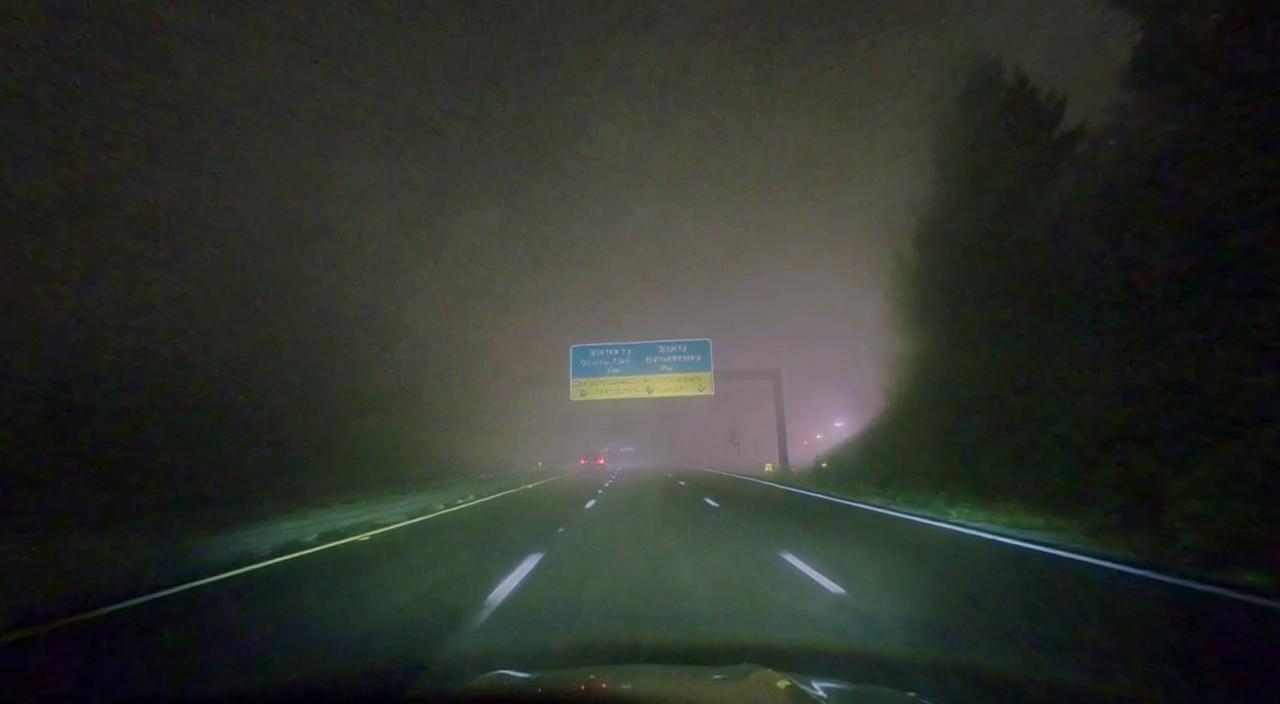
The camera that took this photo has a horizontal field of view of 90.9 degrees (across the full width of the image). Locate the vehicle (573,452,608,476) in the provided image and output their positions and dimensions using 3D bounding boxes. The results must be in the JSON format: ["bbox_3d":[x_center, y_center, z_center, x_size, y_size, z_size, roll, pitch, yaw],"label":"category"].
[{"bbox_3d":[-3.320,7.612,42.888,2.041,1.512,3.996,0,-9,1],"label":"vehicle"}]
